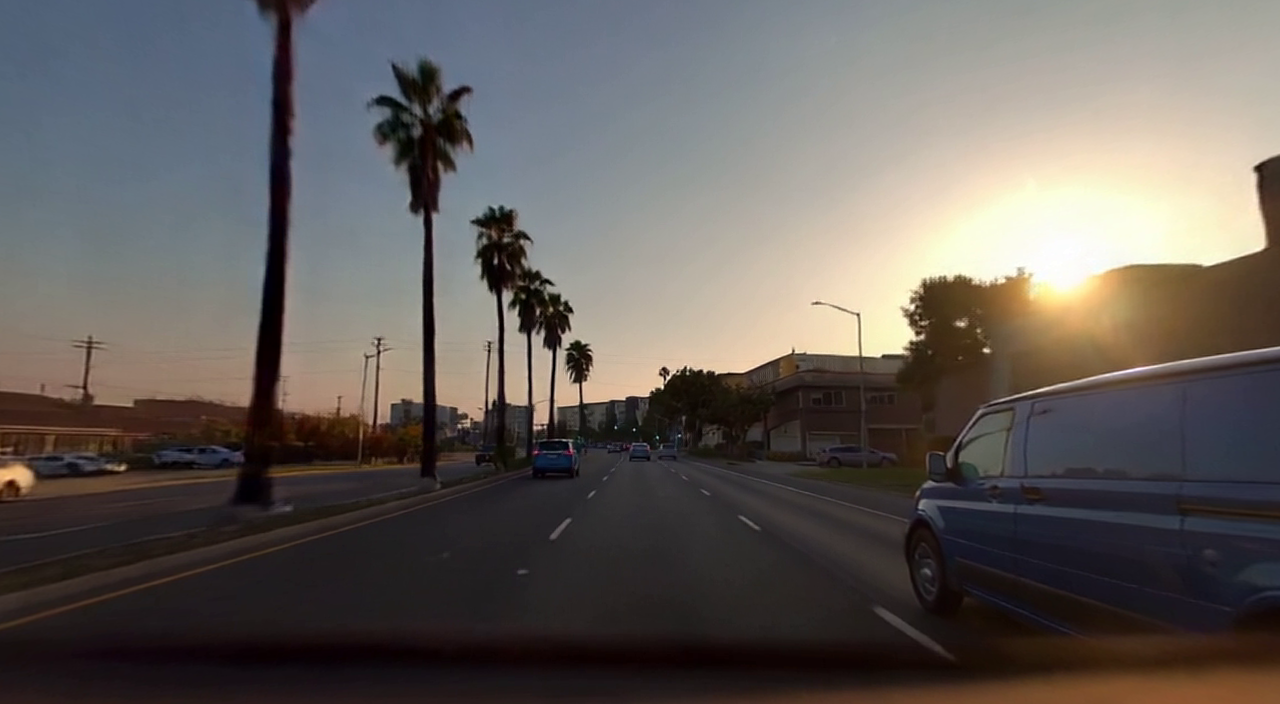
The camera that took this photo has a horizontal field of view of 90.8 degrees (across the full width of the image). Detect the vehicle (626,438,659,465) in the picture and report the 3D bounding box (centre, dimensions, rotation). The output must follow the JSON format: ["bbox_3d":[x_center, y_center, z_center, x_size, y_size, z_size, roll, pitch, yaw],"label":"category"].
[{"bbox_3d":[0.149,7.073,44.994,2.191,1.761,3.857,0,-8,-1],"label":"vehicle"}]

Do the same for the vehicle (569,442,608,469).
[{"bbox_3d":[-2.878,5.864,35.916,1.869,1.454,4.142,0,-8,0],"label":"vehicle"}]

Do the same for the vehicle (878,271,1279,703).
[{"bbox_3d":[3.382,0.870,3.507,2.234,1.912,4.847,0,-8,0],"label":"vehicle"}]

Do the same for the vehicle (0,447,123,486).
[{"bbox_3d":[-30.315,5.982,33.163,4.462,1.697,2.109,-2,-7,-2],"label":"vehicle"}]

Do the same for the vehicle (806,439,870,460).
[{"bbox_3d":[15.208,7.504,48.831,1.945,1.490,4.748,4,-9,-26],"label":"vehicle"}]

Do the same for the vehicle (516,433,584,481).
[{"bbox_3d":[-3.420,4.082,24.720,1.967,1.703,4.157,0,-8,1],"label":"vehicle"}]
